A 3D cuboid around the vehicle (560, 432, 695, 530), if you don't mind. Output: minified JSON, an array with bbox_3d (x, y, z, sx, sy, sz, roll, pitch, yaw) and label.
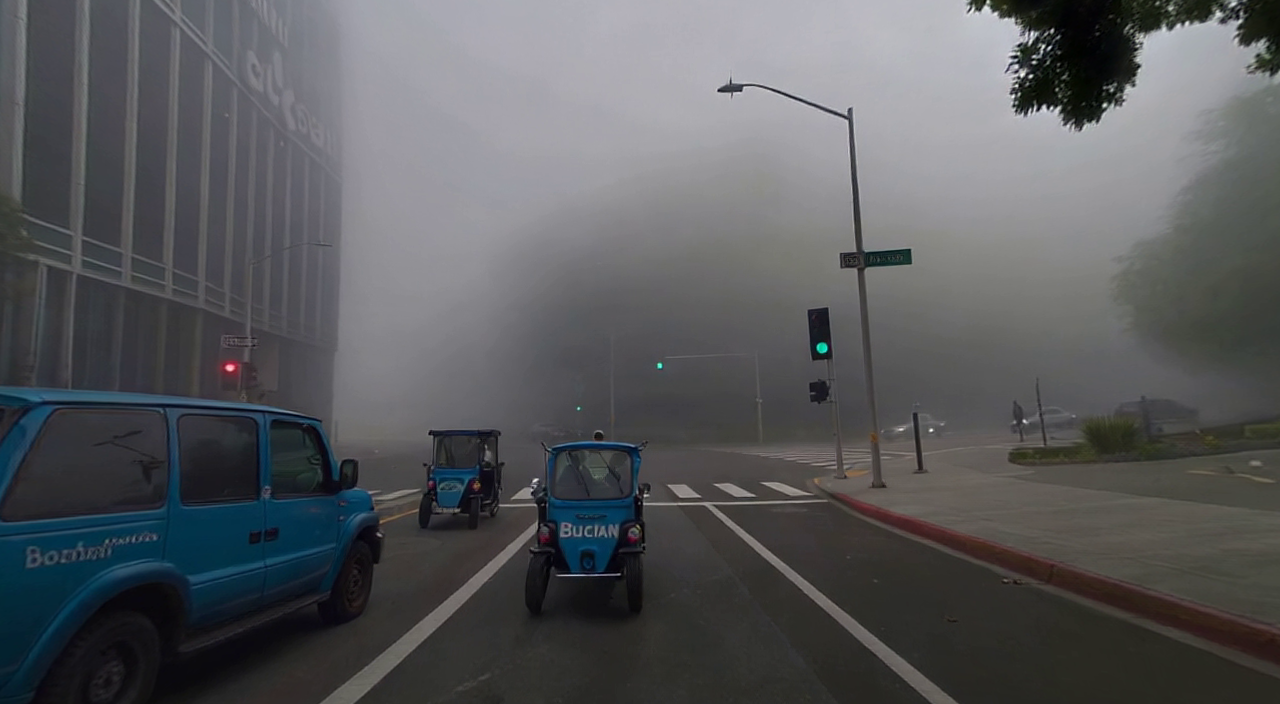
[{"bbox_3d":[-0.149,2.258,11.559,2.025,1.458,4.085,0,-8,1],"label":"vehicle"}]

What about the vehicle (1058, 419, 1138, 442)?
[{"bbox_3d":[30.694,5.278,42.129,1.751,1.420,4.027,8,-12,-43],"label":"vehicle"}]

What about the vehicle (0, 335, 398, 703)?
[{"bbox_3d":[-3.614,1.128,4.455,2.000,1.809,4.405,0,-8,0],"label":"vehicle"}]

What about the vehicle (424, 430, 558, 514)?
[{"bbox_3d":[-3.179,2.655,14.372,1.935,1.615,4.073,-1,-8,2],"label":"vehicle"}]
